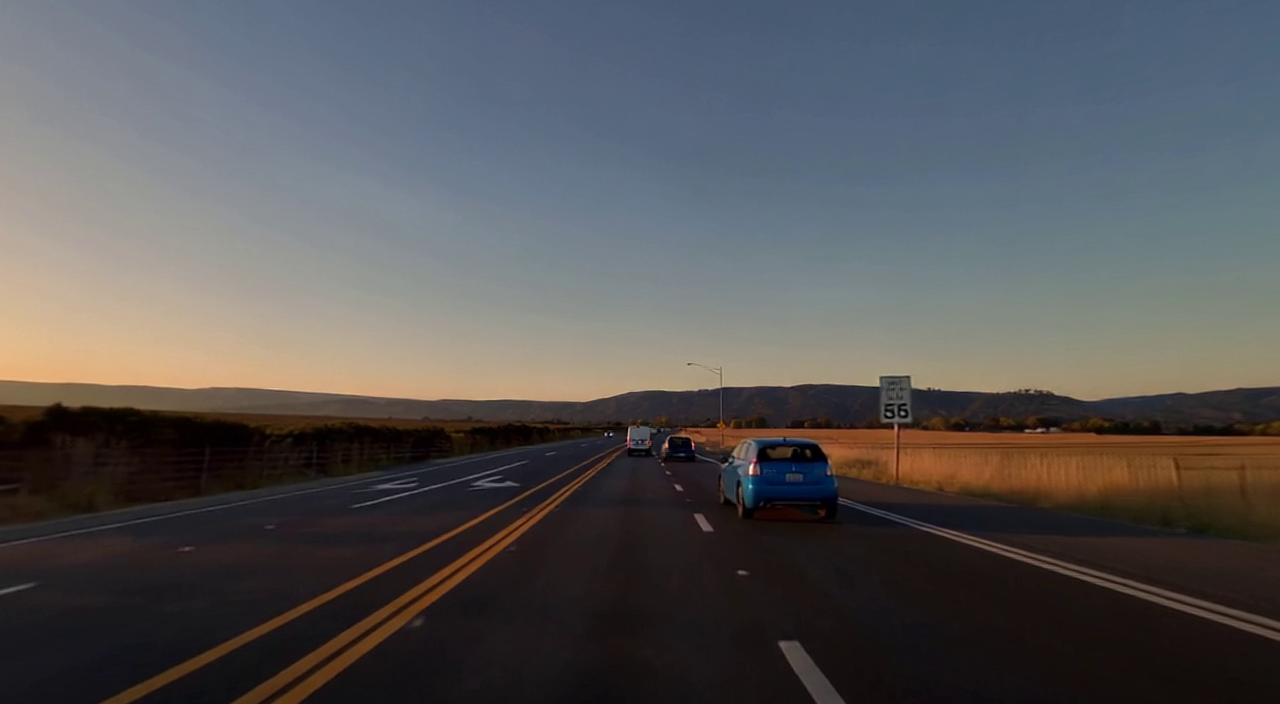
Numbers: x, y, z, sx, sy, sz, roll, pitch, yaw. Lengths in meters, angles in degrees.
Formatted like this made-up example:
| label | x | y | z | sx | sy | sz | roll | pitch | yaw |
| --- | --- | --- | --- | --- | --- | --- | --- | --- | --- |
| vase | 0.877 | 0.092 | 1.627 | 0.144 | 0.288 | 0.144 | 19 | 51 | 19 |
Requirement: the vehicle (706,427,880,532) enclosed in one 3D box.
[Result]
| label | x | y | z | sx | sy | sz | roll | pitch | yaw |
| --- | --- | --- | --- | --- | --- | --- | --- | --- | --- |
| vehicle | 2.474 | 2.178 | 11.349 | 2.007 | 1.534 | 3.976 | 0 | -8 | -2 |

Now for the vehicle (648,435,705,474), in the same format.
| label | x | y | z | sx | sy | sz | roll | pitch | yaw |
| --- | --- | --- | --- | --- | --- | --- | --- | --- | --- |
| vehicle | 1.444 | 4.313 | 26.760 | 2.026 | 1.531 | 4.273 | 0 | -8 | -2 |
